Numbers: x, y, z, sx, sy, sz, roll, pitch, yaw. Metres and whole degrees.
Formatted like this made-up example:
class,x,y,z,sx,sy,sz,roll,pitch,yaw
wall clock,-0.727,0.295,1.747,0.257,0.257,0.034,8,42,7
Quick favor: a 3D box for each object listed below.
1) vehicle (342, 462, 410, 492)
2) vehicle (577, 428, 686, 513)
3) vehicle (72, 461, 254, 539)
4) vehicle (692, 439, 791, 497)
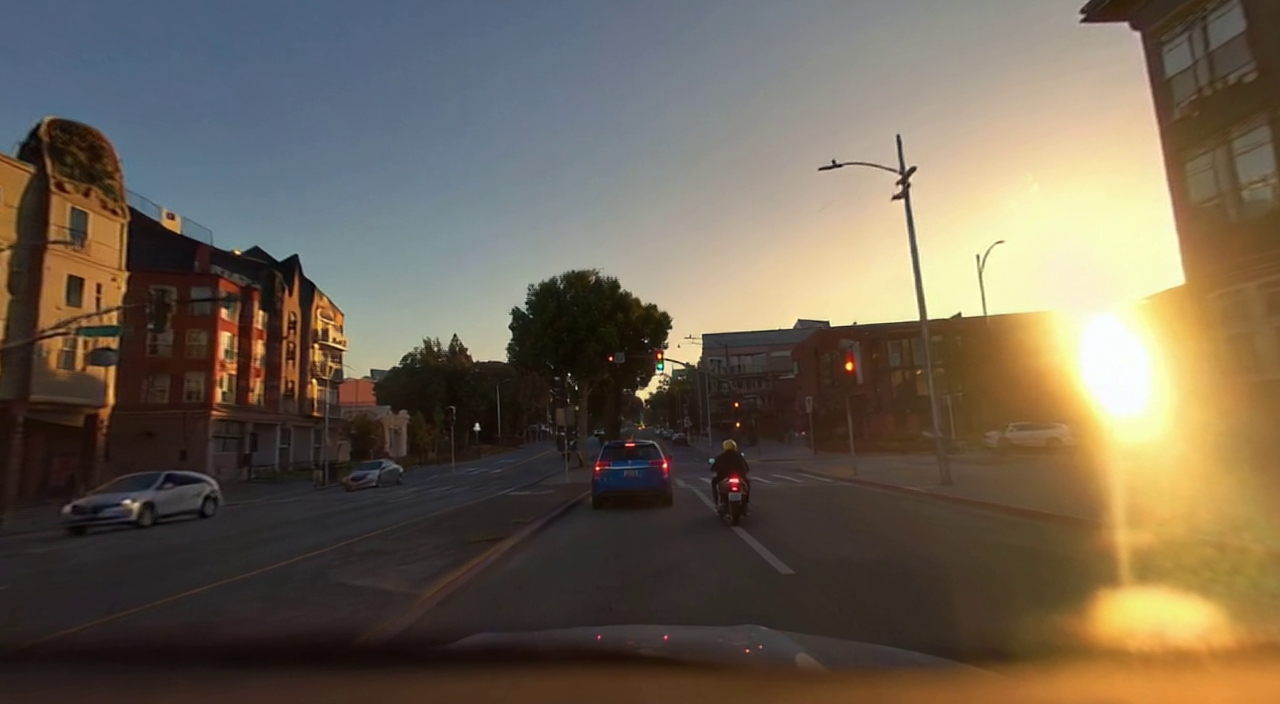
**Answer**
class,x,y,z,sx,sy,sz,roll,pitch,yaw
vehicle,-14.896,7.052,35.881,1.963,1.492,4.885,0,-9,-3
vehicle,-0.164,2.781,15.252,2.265,1.748,4.130,0,-9,1
vehicle,-13.141,4.029,17.810,1.871,1.786,4.386,0,-9,-4
vehicle,2.873,3.387,18.847,2.101,1.507,4.355,0,-9,-2
